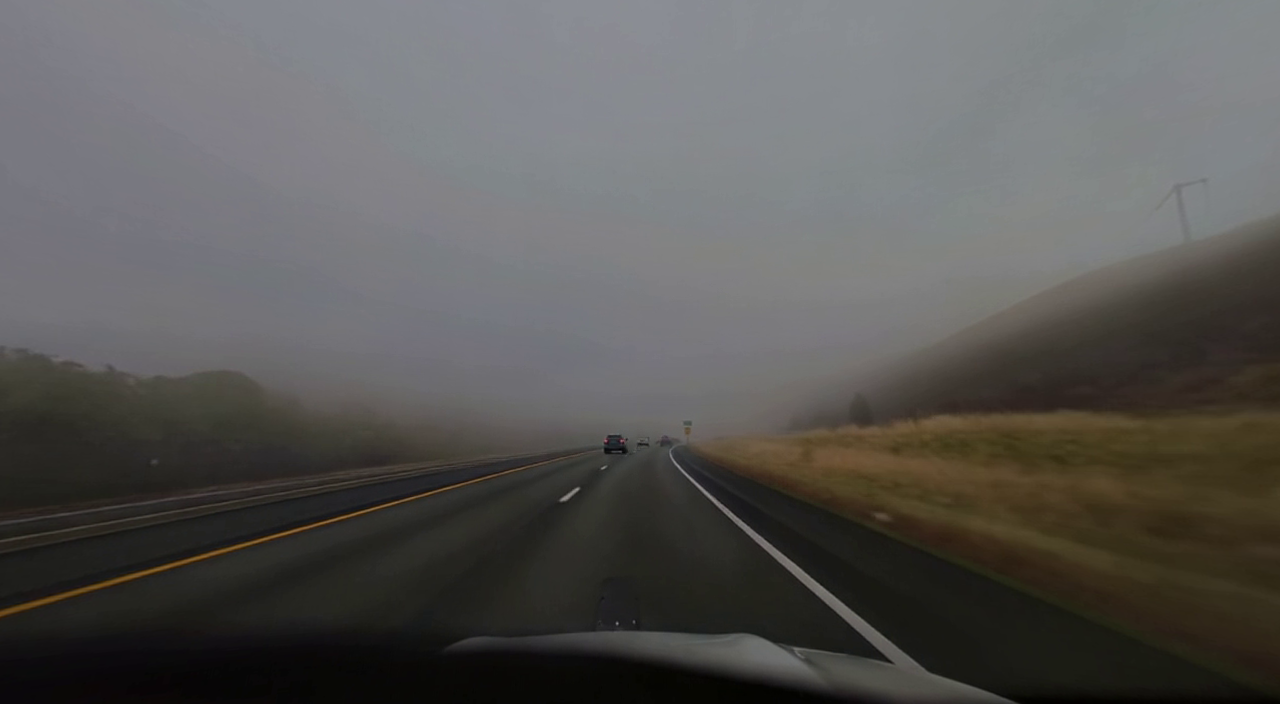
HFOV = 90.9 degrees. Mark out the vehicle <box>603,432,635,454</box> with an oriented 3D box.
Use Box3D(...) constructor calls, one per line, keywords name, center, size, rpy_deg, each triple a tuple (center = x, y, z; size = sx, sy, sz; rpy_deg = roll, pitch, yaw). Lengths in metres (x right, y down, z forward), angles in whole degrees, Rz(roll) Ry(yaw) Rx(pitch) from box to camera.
Box3D(name="vehicle", center=(-1.610, 7.108, 49.173), size=(2.123, 1.629, 4.180), rpy_deg=(0, -8, 3))
